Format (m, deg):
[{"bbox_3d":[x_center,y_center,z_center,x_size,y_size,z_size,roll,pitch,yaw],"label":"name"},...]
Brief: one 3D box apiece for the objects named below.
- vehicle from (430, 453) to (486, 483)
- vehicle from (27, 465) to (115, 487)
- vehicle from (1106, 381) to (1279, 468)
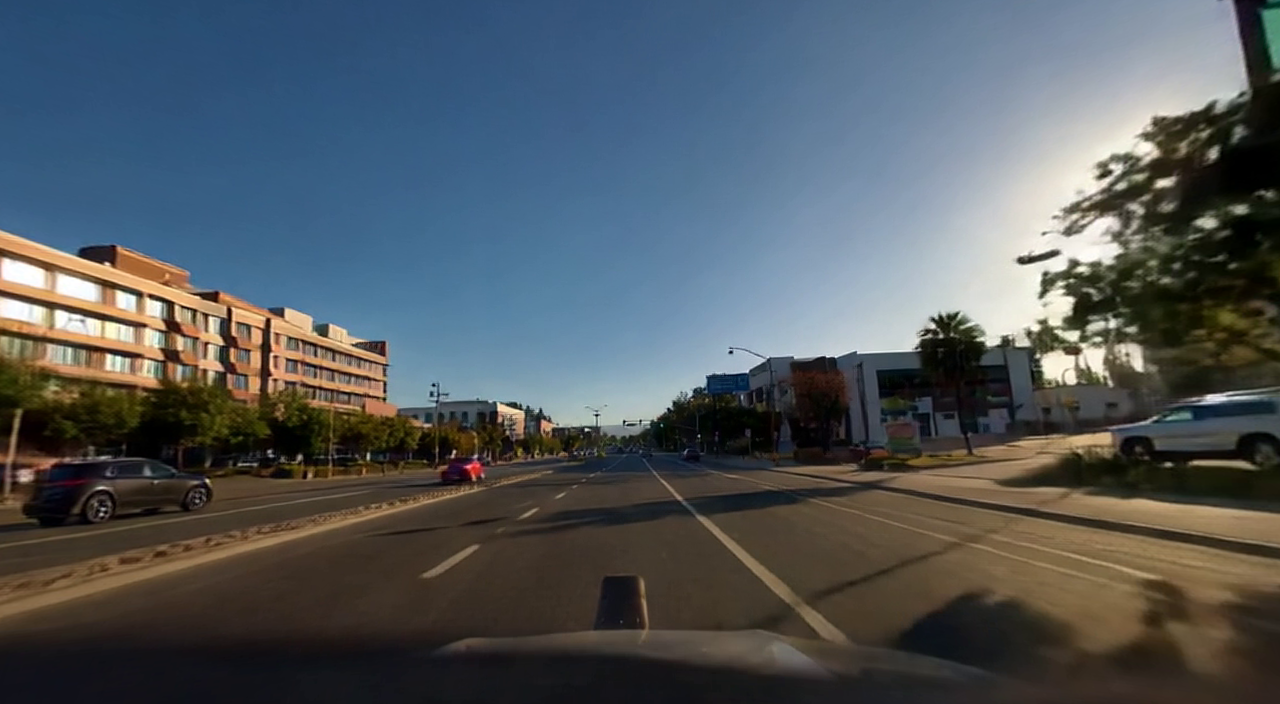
[{"bbox_3d":[-10.158,6.476,35.601,1.893,1.525,4.237,0,-8,0],"label":"vehicle"},{"bbox_3d":[-43.124,9.419,47.915,4.690,1.508,2.000,0,-8,0],"label":"vehicle"},{"bbox_3d":[16.499,2.091,17.555,2.228,2.098,5.872,0,-8,-5],"label":"vehicle"}]
